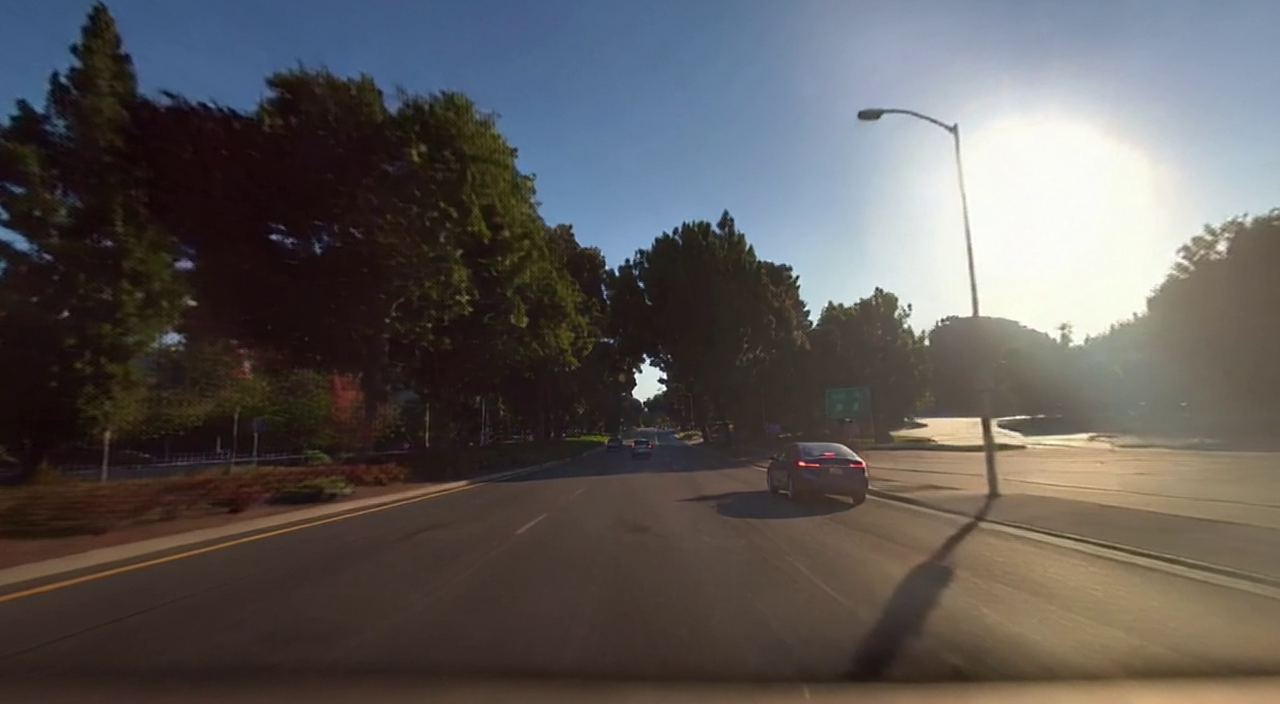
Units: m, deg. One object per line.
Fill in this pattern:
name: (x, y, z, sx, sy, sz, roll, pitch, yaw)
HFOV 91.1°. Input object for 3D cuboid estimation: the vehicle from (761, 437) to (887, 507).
vehicle: (4.482, 2.960, 16.022, 1.913, 1.516, 4.322, 0, -9, 0)

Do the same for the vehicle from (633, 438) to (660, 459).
vehicle: (0.499, 7.657, 49.810, 2.095, 1.548, 4.264, 0, -8, 0)
